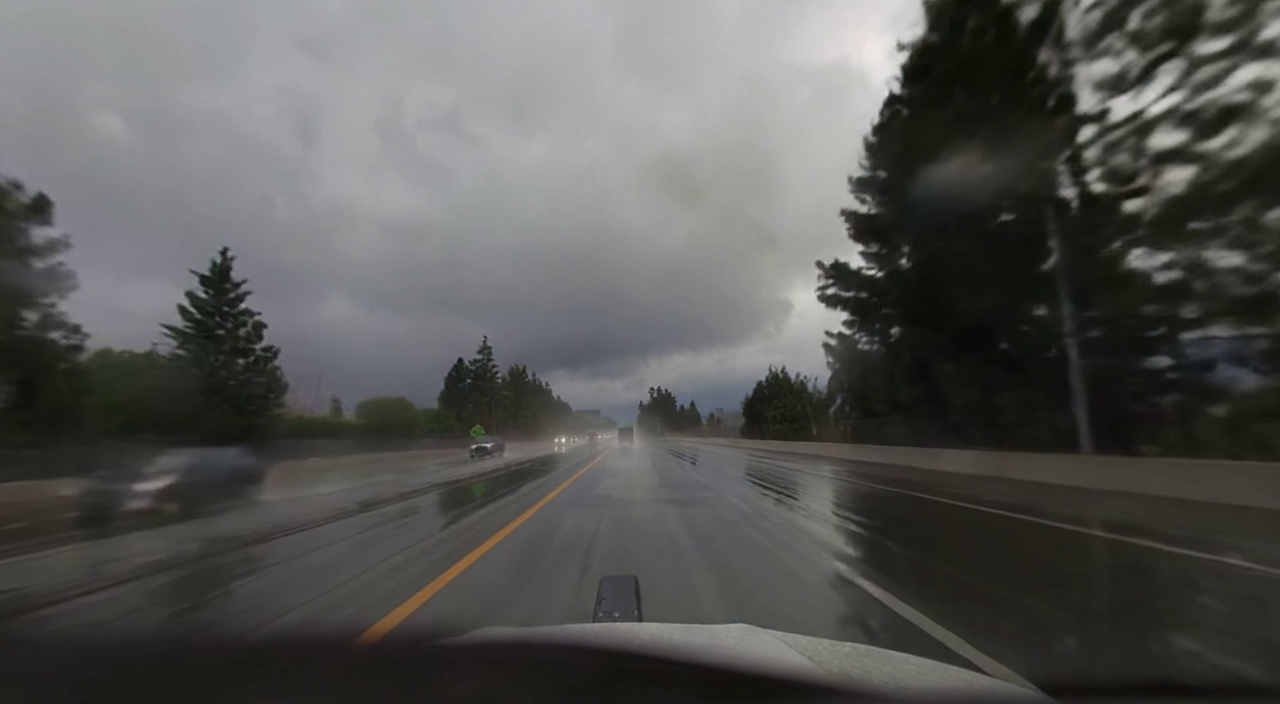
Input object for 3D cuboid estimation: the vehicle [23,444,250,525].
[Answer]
[{"bbox_3d":[-13.057,3.402,16.775,2.765,1.836,3.942,0,-8,-1],"label":"vehicle"}]
